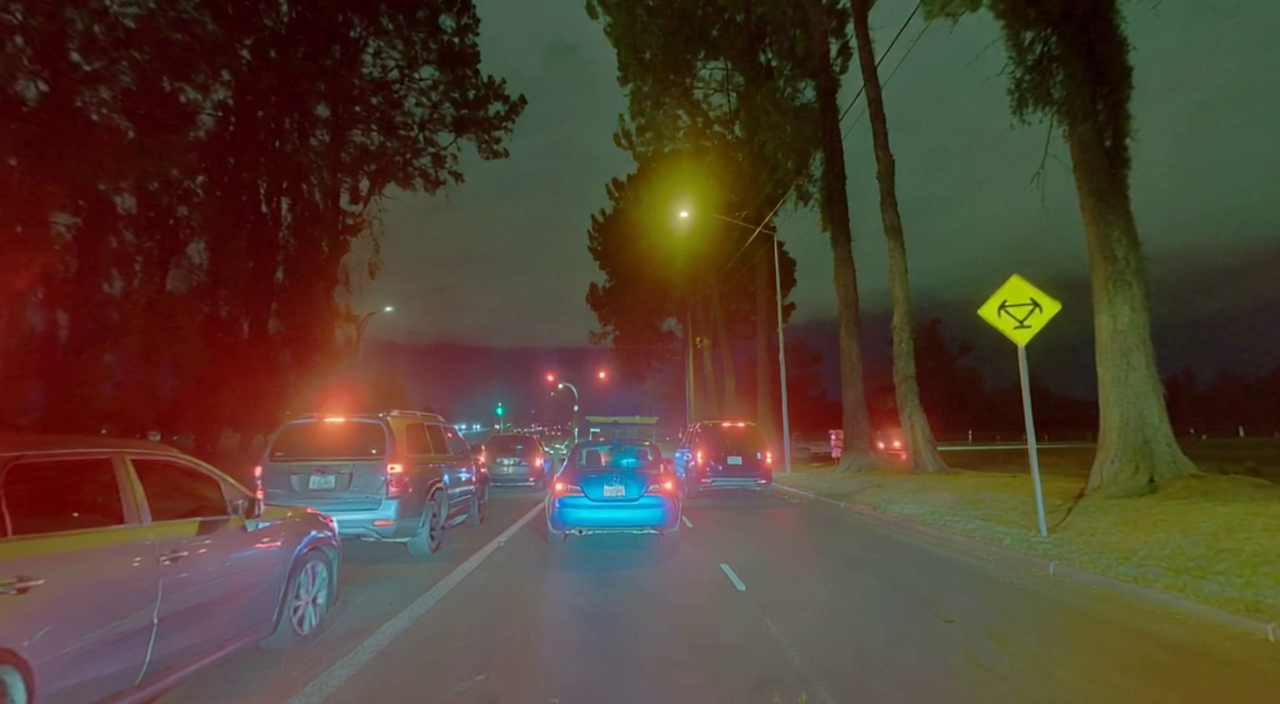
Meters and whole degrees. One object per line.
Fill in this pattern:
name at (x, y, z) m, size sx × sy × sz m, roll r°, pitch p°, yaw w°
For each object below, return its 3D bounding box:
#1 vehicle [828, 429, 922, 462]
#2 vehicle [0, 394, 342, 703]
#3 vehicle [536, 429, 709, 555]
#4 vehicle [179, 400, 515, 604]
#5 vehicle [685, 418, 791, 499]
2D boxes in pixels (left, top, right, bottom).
vehicle at (11.378, 4.559, 30.693) m, size 3.883 × 1.534 × 1.779 m, roll 0°, pitch -8°, yaw 2°
vehicle at (-2.921, 0.836, 1.616) m, size 1.974 × 1.484 × 4.716 m, roll 0°, pitch -8°, yaw 0°
vehicle at (-0.257, 1.922, 9.343) m, size 2.025 × 1.453 × 3.848 m, roll 0°, pitch -8°, yaw -2°
vehicle at (-2.899, 1.573, 7.452) m, size 1.964 × 1.712 × 4.097 m, roll 0°, pitch -8°, yaw 0°
vehicle at (2.449, 2.826, 16.981) m, size 2.059 × 1.864 × 4.541 m, roll 0°, pitch -8°, yaw -1°
